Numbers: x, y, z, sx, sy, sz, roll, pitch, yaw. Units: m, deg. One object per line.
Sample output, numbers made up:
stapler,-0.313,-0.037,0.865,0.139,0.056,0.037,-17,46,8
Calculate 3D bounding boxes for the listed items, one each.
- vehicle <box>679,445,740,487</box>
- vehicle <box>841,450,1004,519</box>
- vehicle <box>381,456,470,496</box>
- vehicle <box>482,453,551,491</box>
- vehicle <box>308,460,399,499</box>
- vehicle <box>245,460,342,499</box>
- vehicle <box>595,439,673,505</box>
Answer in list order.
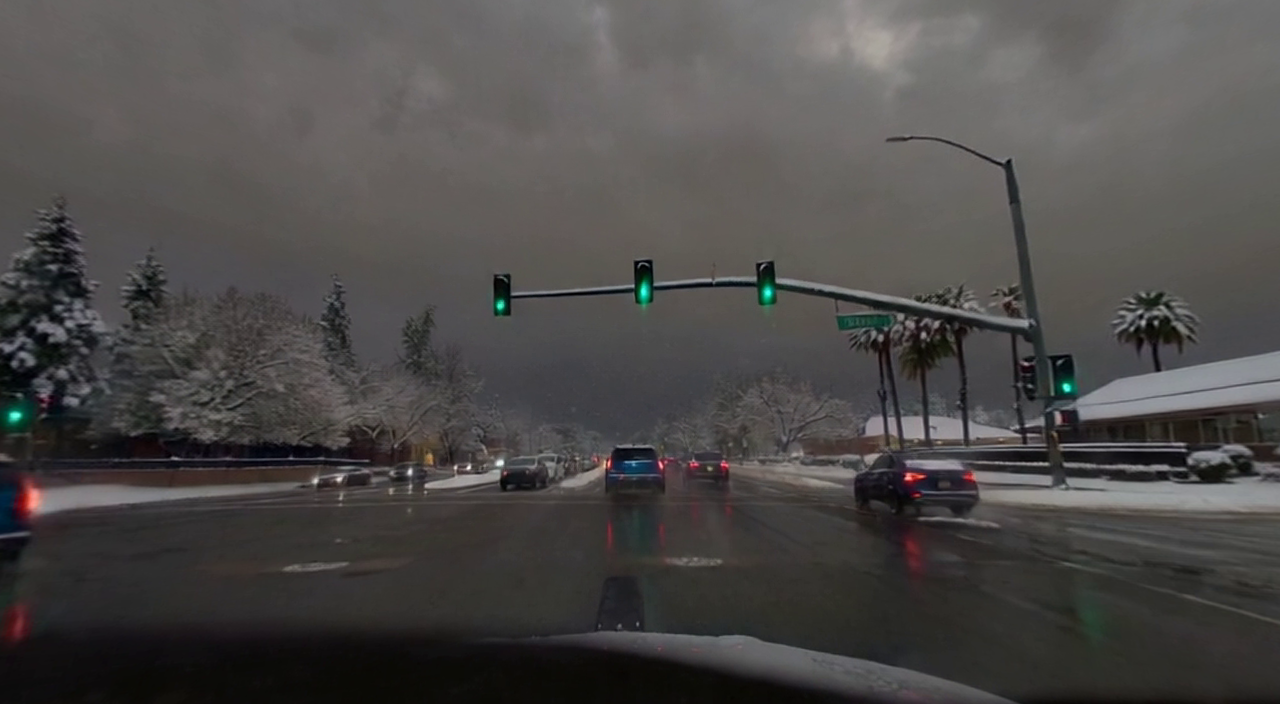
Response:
vehicle,3.017,5.047,28.227,2.112,1.710,4.234,0,-9,-2
vehicle,6.758,3.177,15.730,1.944,1.447,4.309,0,-9,-2
vehicle,-8.571,4.981,25.674,2.061,1.415,4.289,0,-9,1
vehicle,-5.178,5.067,27.022,2.030,1.441,4.324,0,-9,1
vehicle,-11.878,5.293,26.522,1.850,1.414,4.184,0,-9,0
vehicle,-15.335,5.638,28.230,2.048,1.494,4.069,0,-9,-1
vehicle,-0.217,3.609,19.483,2.151,1.787,4.109,0,-9,-1
